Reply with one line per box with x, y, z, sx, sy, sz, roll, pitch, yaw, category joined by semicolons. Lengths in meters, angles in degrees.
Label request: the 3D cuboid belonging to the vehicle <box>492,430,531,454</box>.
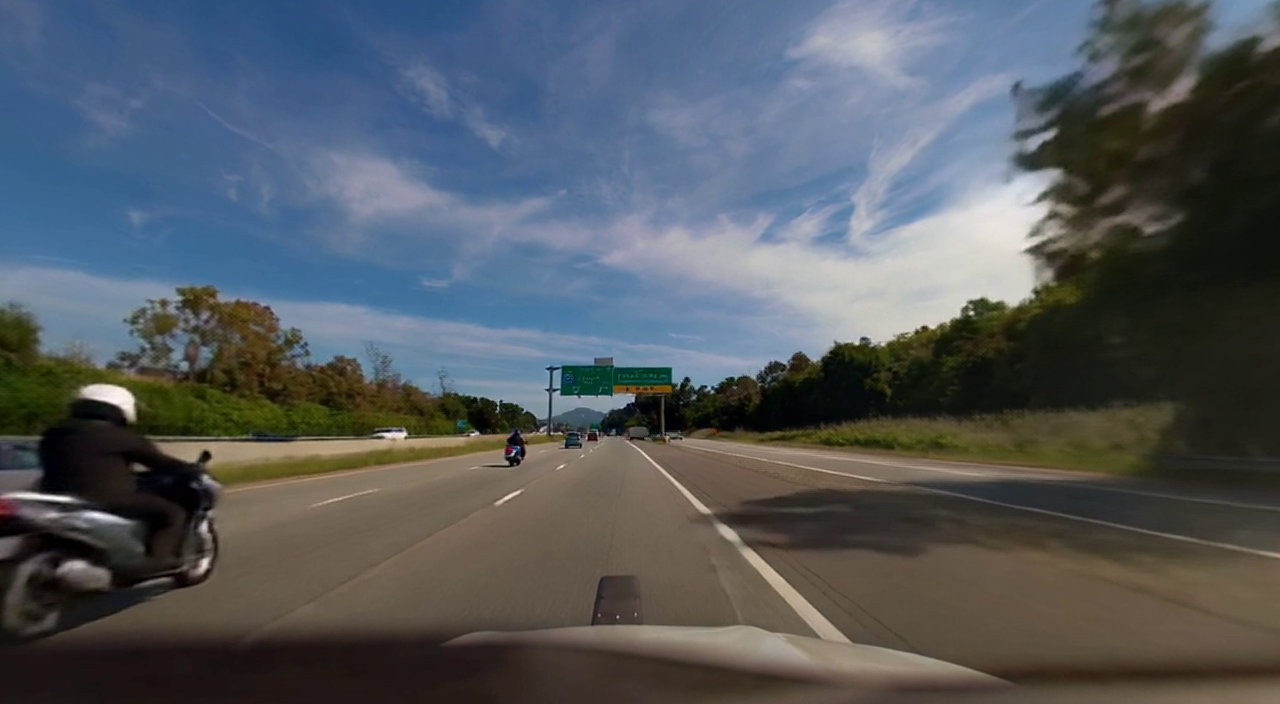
-9.005;6.327;44.357;1.965;1.605;4.115;0;-8;-1;vehicle

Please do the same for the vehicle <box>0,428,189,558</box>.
-8.057;1.622;7.463;2.053;1.409;4.704;0;-8;-2;vehicle
